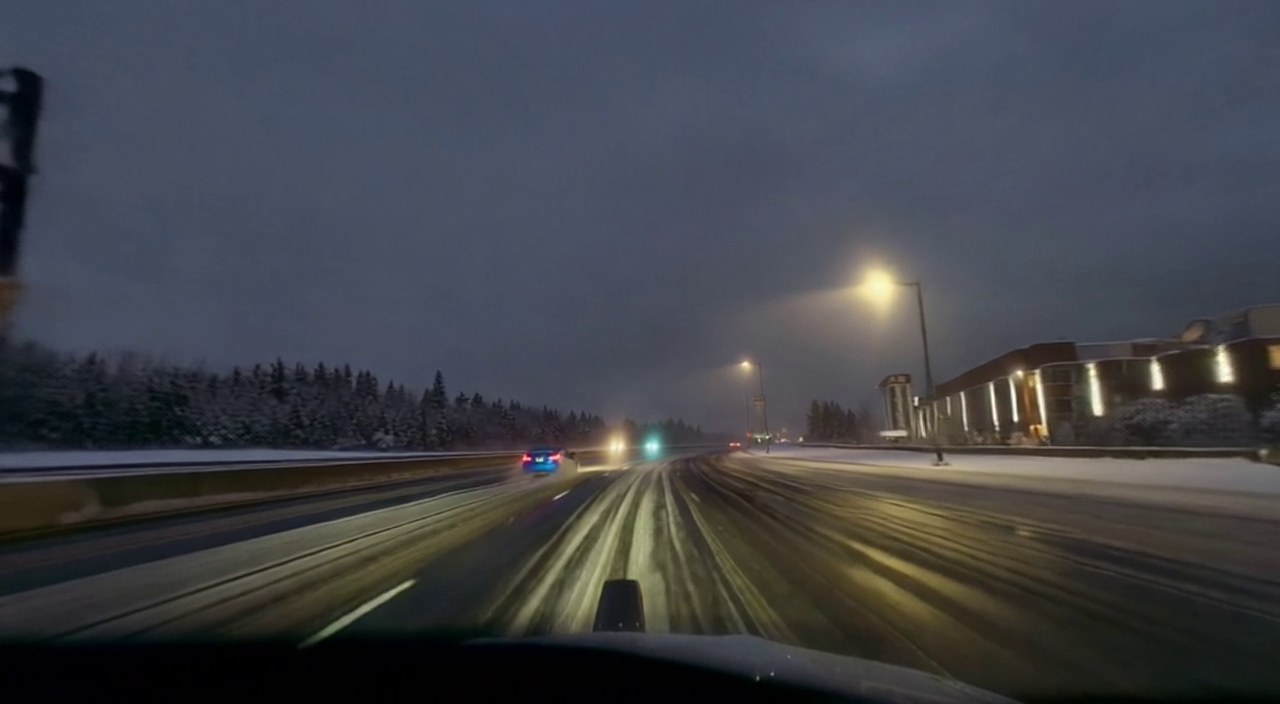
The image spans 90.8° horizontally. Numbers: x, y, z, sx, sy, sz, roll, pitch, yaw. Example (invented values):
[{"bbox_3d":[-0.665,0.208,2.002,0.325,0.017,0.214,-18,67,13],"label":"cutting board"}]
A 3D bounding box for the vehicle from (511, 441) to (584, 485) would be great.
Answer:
[{"bbox_3d":[-3.610,4.402,25.488,2.087,1.566,4.756,-1,-8,2],"label":"vehicle"}]
